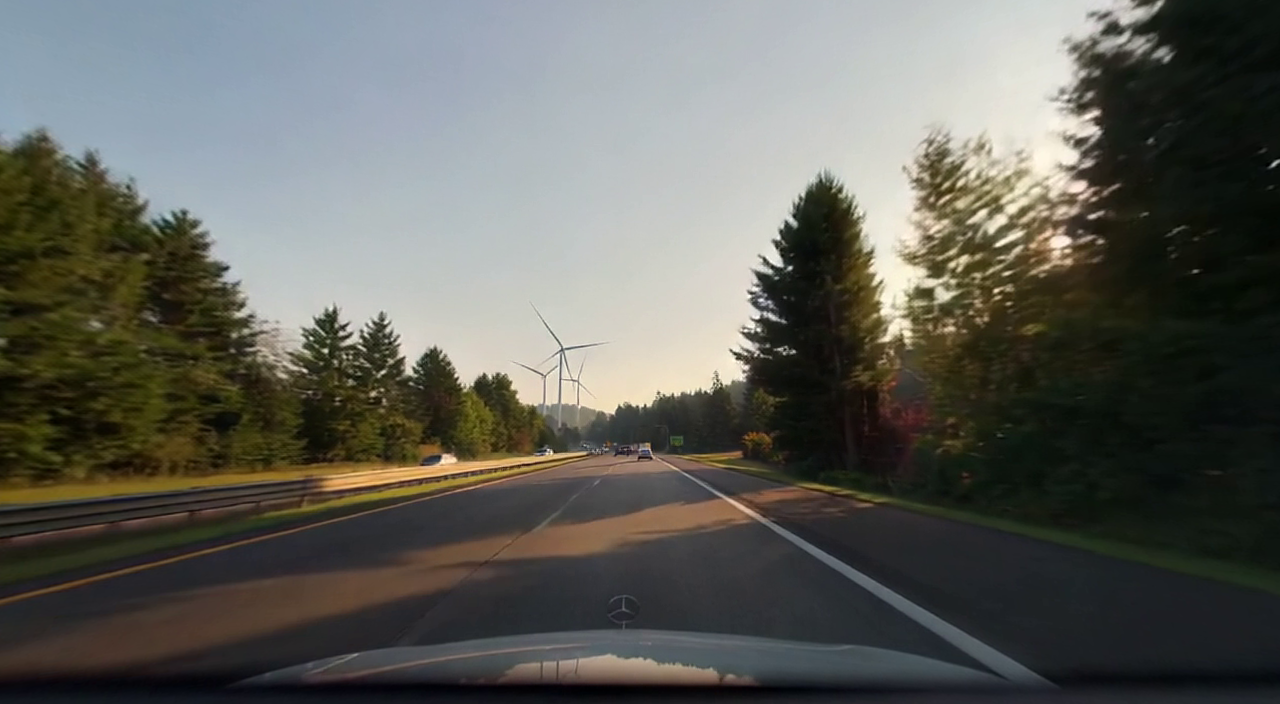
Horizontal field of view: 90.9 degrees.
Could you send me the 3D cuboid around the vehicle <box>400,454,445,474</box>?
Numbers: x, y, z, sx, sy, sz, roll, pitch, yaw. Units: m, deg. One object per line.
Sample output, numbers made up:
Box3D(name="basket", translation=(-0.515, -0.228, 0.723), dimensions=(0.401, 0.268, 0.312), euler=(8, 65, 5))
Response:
Box3D(name="vehicle", translation=(-16.266, 8.387, 47.332), dimensions=(1.855, 1.450, 4.087), euler=(0, -9, 1))
